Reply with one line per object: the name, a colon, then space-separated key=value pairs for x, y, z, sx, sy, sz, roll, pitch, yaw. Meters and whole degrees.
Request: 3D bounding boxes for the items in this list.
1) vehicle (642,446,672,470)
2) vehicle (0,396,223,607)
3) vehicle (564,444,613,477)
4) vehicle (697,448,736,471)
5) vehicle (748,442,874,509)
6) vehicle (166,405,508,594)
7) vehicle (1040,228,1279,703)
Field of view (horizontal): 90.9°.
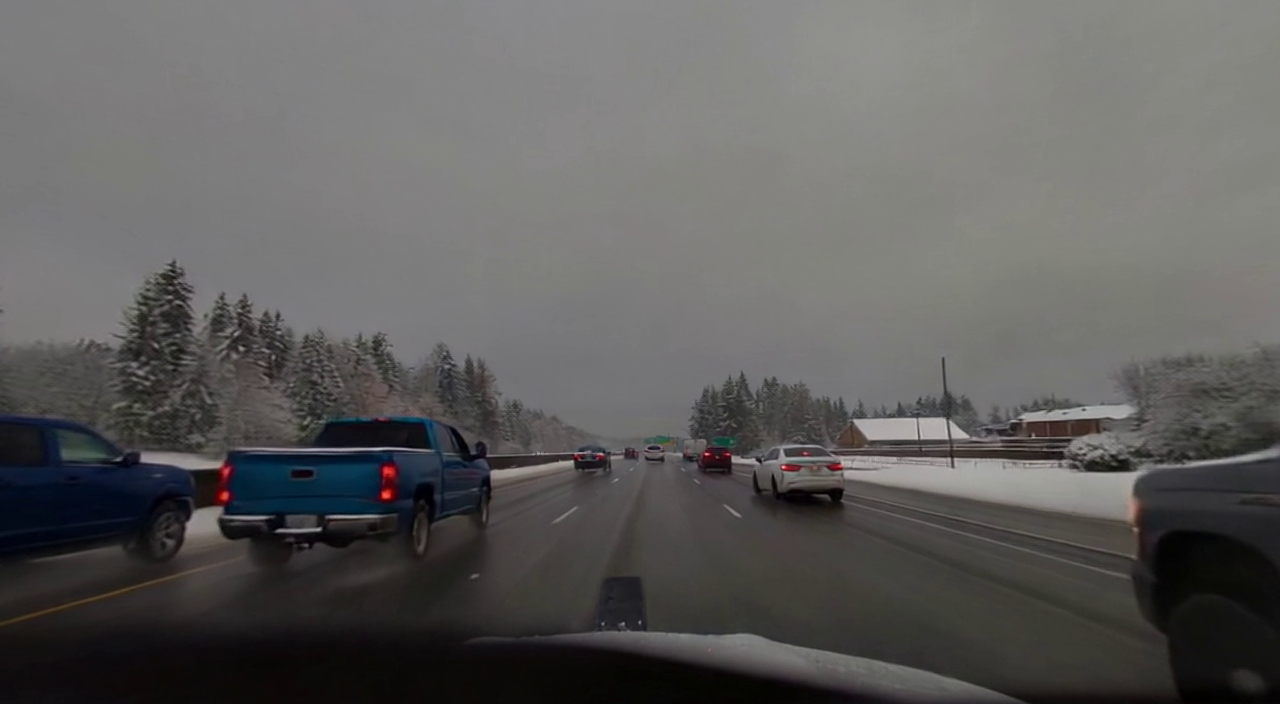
vehicle: x=1.218 y=7.743 z=46.407 sx=2.080 sy=1.682 sz=4.150 roll=0 pitch=-8 yaw=1
vehicle: x=-6.765 y=1.329 z=5.656 sx=2.428 sy=1.812 sz=5.131 roll=0 pitch=-8 yaw=2
vehicle: x=-2.782 y=5.988 z=35.237 sx=2.209 sy=1.714 sz=4.576 roll=0 pitch=-8 yaw=2
vehicle: x=5.135 y=7.283 z=42.876 sx=2.072 sy=1.456 sz=4.537 roll=0 pitch=-8 yaw=1
vehicle: x=4.299 y=3.168 z=16.733 sx=2.111 sy=1.498 sz=4.466 roll=0 pitch=-8 yaw=0
vehicle: x=-3.379 y=1.742 z=8.362 sx=2.146 sy=1.775 sz=4.553 roll=0 pitch=-8 yaw=2
vehicle: x=3.752 y=0.296 z=0.170 sx=3.024 sy=2.092 sz=6.797 roll=0 pitch=-8 yaw=2
